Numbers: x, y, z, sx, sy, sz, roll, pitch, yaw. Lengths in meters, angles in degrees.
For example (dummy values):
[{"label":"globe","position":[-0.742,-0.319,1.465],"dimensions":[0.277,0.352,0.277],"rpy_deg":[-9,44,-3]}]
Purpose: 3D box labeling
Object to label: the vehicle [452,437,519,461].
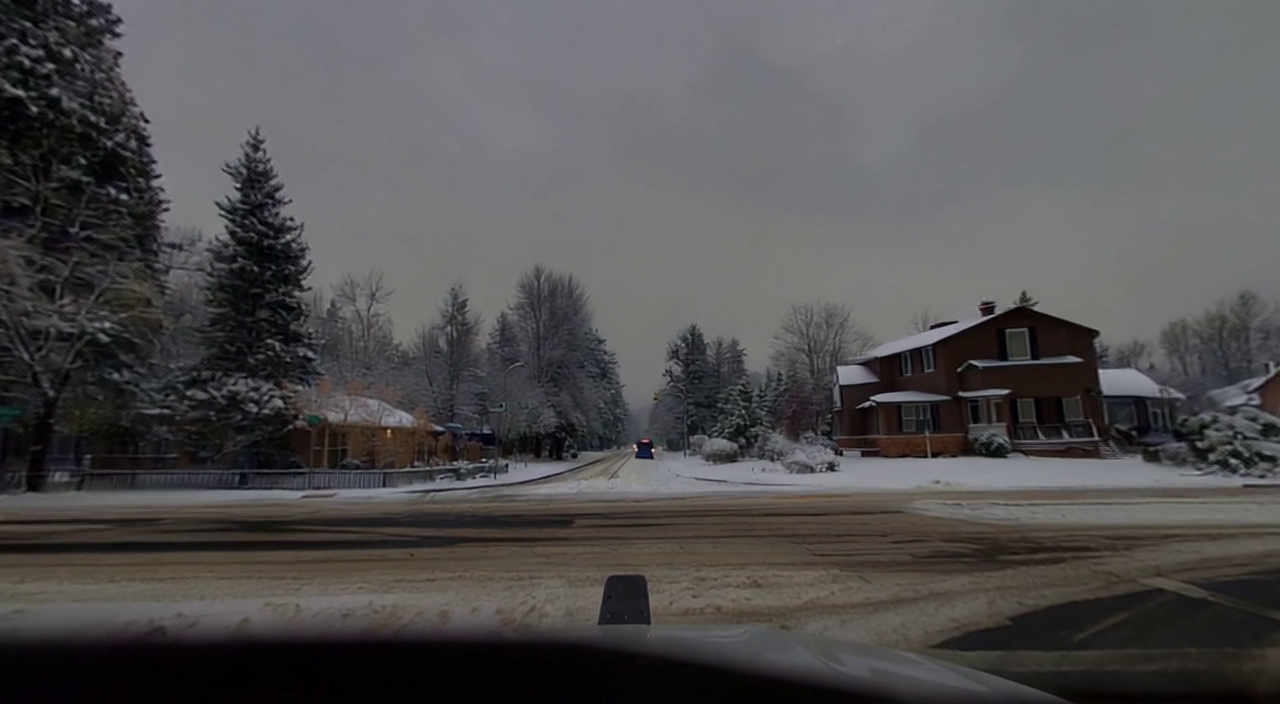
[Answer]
[{"label":"vehicle","position":[-11.736,7.397,48.065],"dimensions":[4.622,1.782,1.836],"rpy_deg":[0,-9,1]}]
